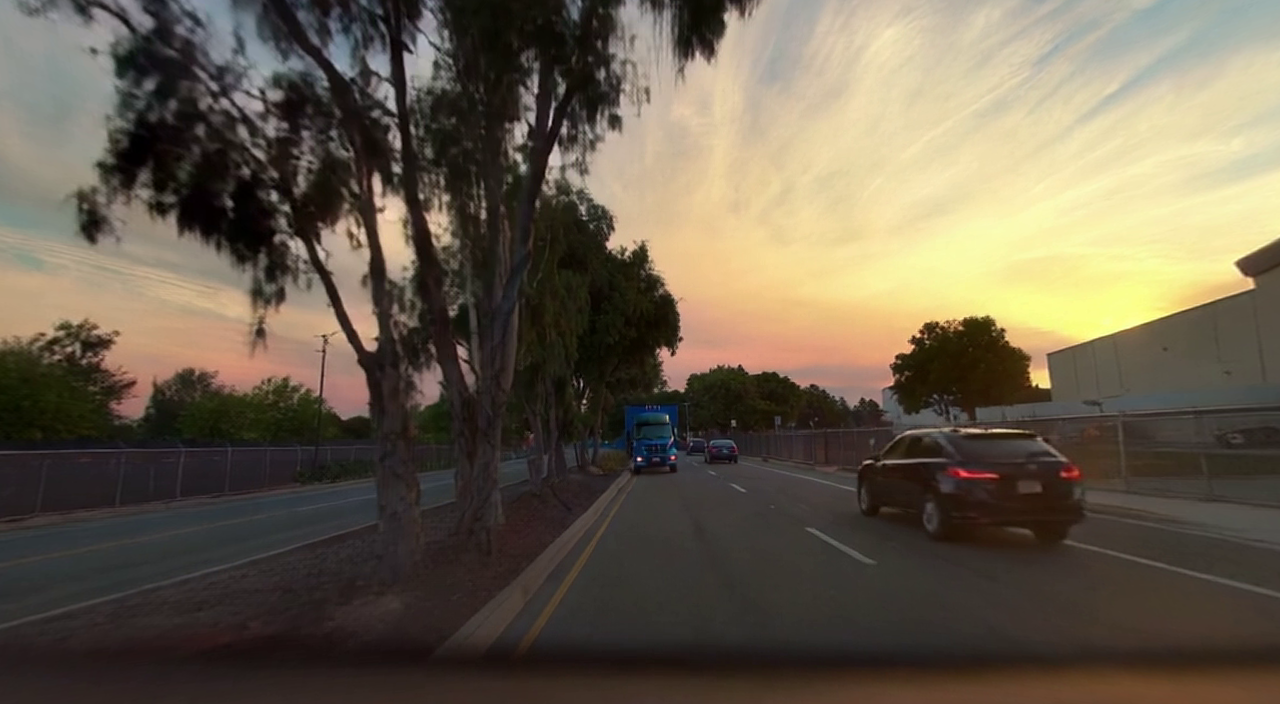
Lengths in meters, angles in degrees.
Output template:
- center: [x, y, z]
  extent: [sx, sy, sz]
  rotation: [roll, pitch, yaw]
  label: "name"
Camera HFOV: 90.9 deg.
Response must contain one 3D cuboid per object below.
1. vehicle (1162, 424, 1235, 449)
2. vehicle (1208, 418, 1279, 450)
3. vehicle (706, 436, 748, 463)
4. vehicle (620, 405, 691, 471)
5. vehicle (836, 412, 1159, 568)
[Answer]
- center: [44.083, 6.686, 49.914]
  extent: [2.050, 1.801, 5.143]
  rotation: [-5, -8, 15]
  label: "vehicle"
- center: [37.495, 5.015, 38.081]
  extent: [2.389, 1.806, 5.792]
  rotation: [-3, -9, 18]
  label: "vehicle"
- center: [5.694, 6.421, 41.670]
  extent: [2.151, 1.662, 4.543]
  rotation: [0, -8, 1]
  label: "vehicle"
- center: [0.797, 4.424, 32.326]
  extent: [3.197, 2.963, 7.055]
  rotation: [0, -8, 2]
  label: "vehicle"
- center: [4.555, 1.811, 9.102]
  extent: [2.076, 1.661, 4.524]
  rotation: [0, -8, 1]
  label: "vehicle"
